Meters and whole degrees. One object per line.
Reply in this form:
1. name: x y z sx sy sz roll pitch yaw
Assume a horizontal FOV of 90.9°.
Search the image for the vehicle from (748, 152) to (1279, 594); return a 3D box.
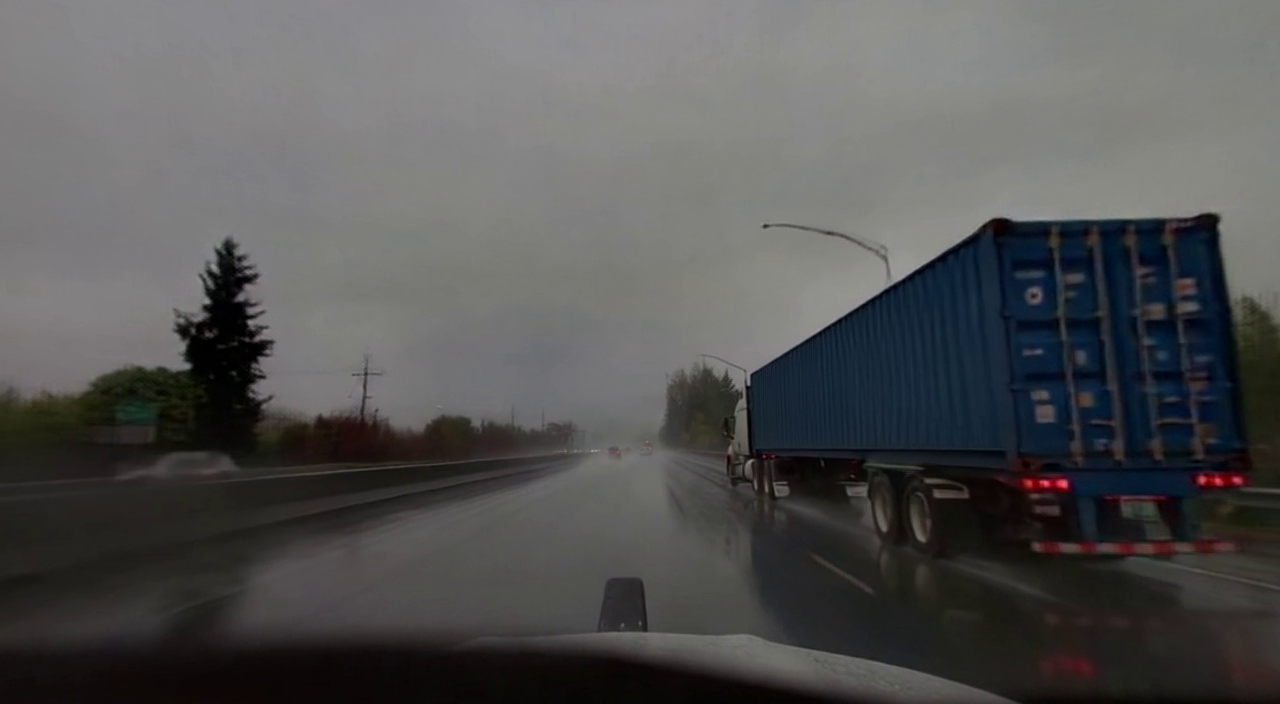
1. vehicle: 4.722 1.076 12.112 2.821 4.046 12.876 0 -9 -1
